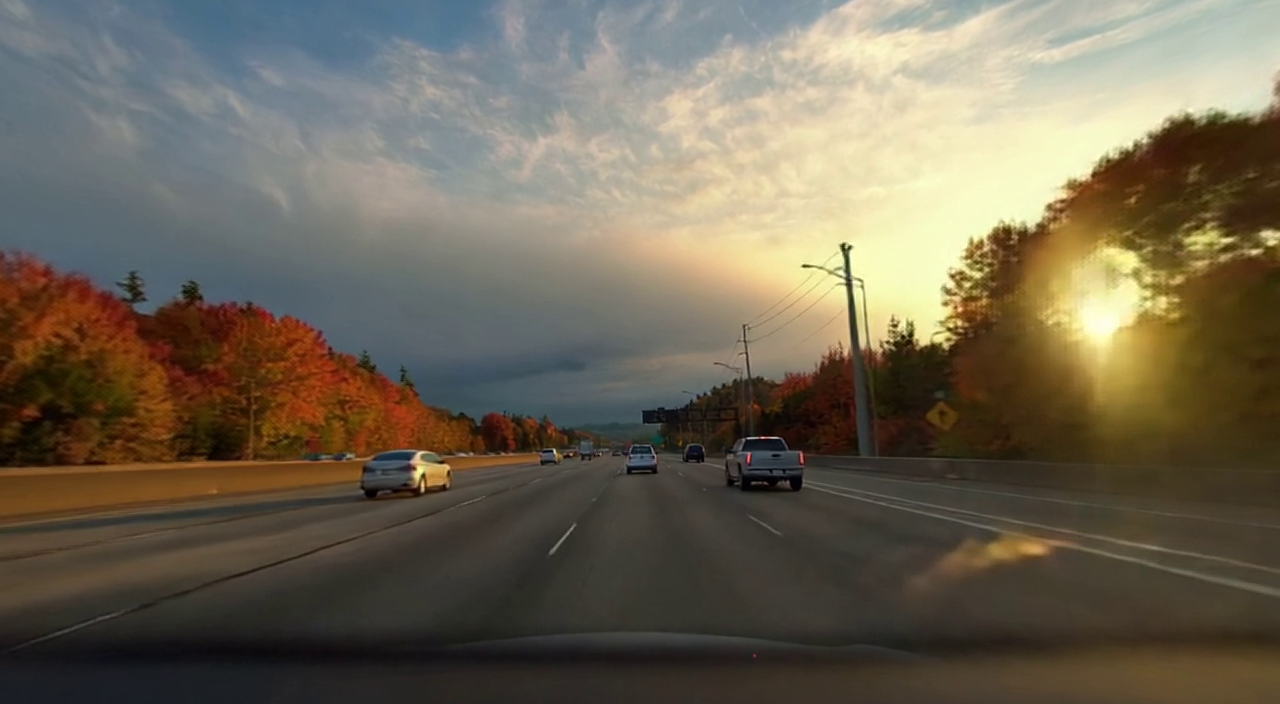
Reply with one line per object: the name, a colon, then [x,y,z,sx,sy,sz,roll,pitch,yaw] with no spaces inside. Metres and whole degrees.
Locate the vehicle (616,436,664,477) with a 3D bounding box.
vehicle: [0.030,5.512,33.333,2.372,1.957,5.121,0,-9,1]

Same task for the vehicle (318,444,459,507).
vehicle: [-6.837,3.376,17.749,2.014,1.526,4.577,0,-9,1]

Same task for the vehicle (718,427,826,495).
vehicle: [4.262,3.660,21.474,2.388,1.998,5.749,0,-9,0]
